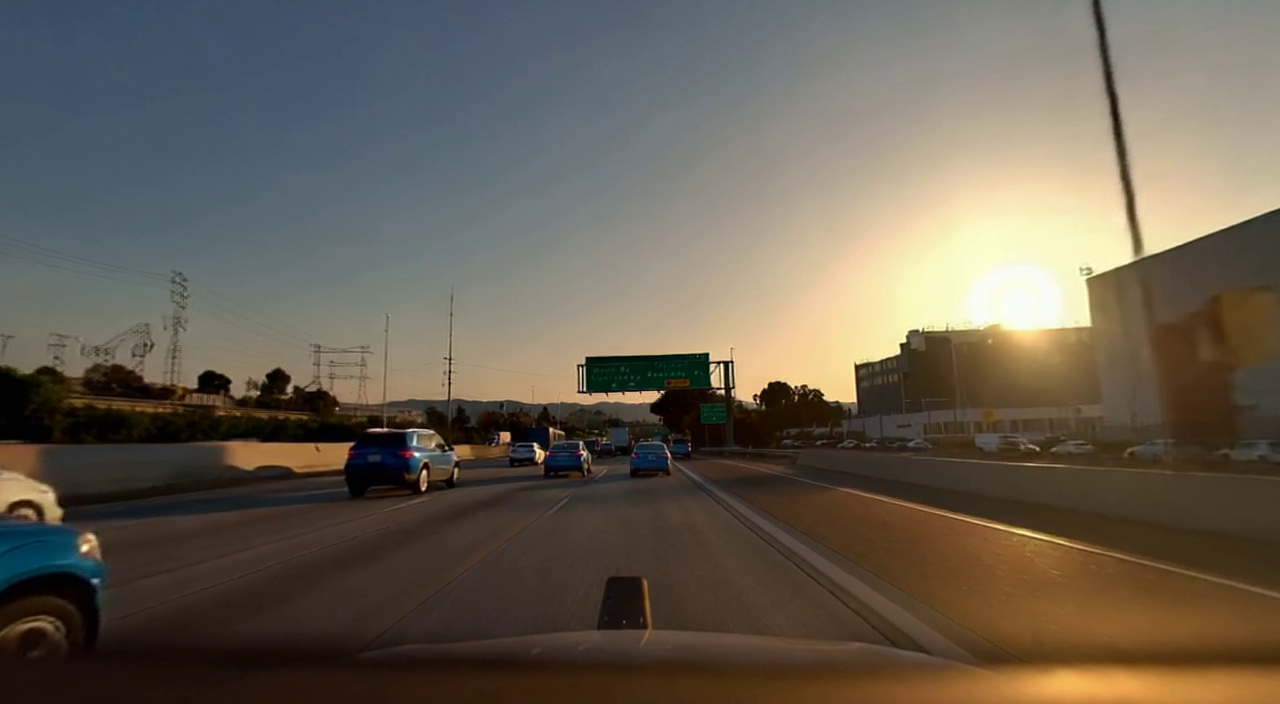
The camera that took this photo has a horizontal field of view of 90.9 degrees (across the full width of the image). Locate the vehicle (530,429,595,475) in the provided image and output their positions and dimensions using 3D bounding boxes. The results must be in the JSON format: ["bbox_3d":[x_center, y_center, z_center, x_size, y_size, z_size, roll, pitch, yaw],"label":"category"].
[{"bbox_3d":[-3.051,4.058,25.813,2.007,1.730,4.412,0,-8,1],"label":"vehicle"}]

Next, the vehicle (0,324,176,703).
[{"bbox_3d":[-3.221,0.536,0.716,1.961,1.687,4.453,0,-8,0],"label":"vehicle"}]

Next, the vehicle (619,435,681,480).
[{"bbox_3d":[0.368,3.848,23.277,2.090,1.474,3.970,0,-8,1],"label":"vehicle"}]

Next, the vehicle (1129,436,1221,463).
[{"bbox_3d":[30.478,5.564,36.115,1.656,1.442,4.167,0,-8,1],"label":"vehicle"}]

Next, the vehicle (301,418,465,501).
[{"bbox_3d":[-6.312,2.705,16.270,2.125,1.804,4.864,0,-8,1],"label":"vehicle"}]

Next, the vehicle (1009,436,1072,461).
[{"bbox_3d":[30.977,7.439,48.981,1.858,1.741,4.683,-2,-7,1],"label":"vehicle"}]
